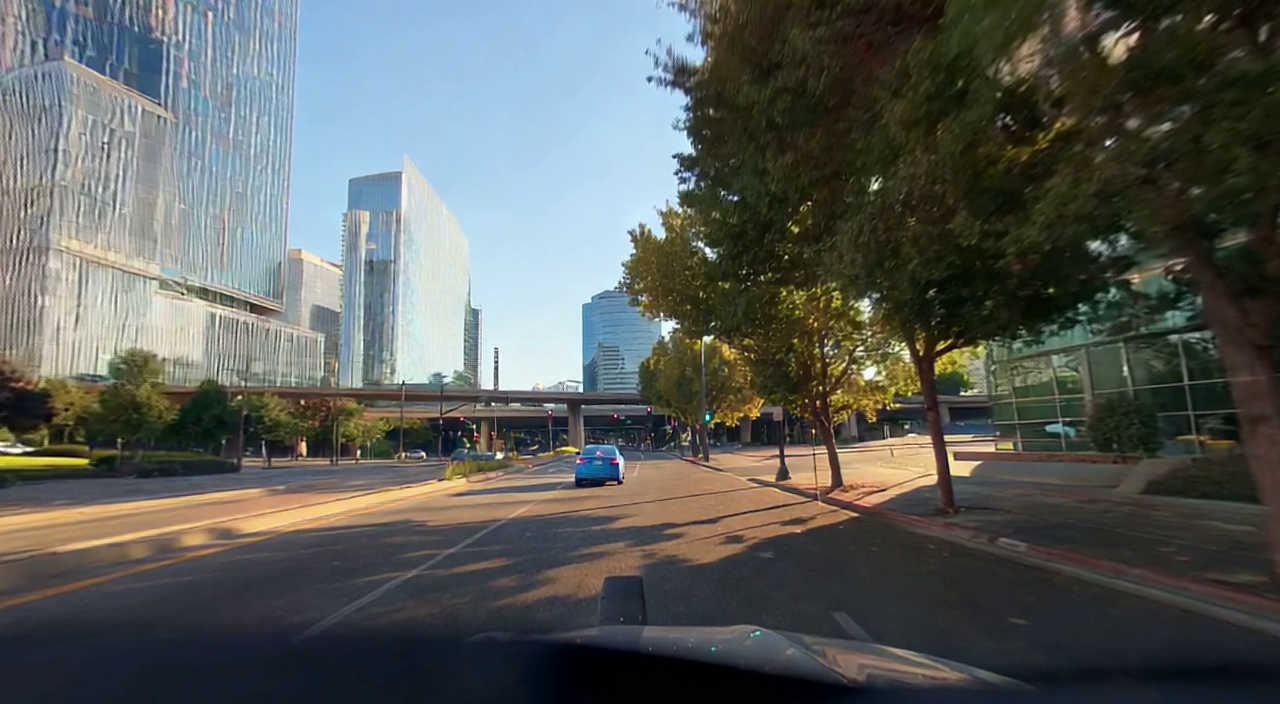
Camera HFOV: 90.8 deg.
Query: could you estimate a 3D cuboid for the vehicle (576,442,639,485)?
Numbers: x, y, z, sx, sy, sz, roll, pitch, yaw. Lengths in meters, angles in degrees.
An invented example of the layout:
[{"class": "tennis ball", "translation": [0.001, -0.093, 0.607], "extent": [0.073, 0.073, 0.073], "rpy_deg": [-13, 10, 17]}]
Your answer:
[{"class": "vehicle", "translation": [-1.175, 4.193, 24.134], "extent": [2.154, 1.465, 4.532], "rpy_deg": [0, -9, -1]}]
